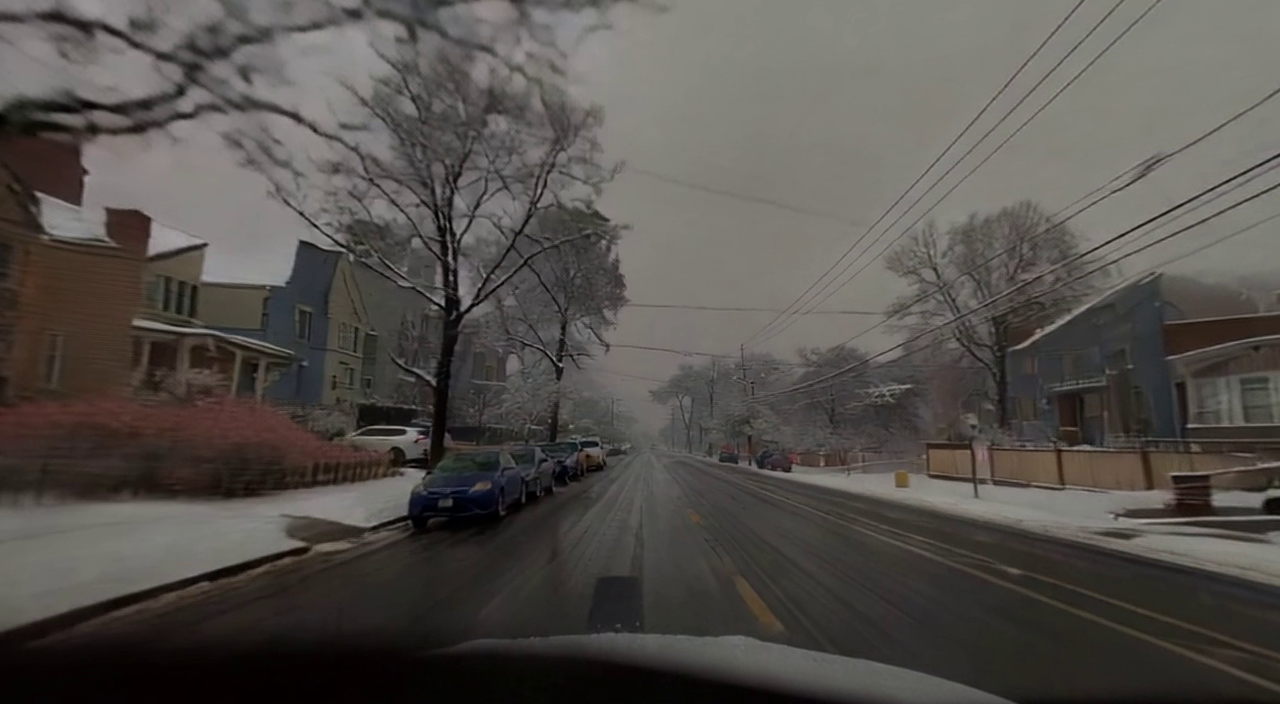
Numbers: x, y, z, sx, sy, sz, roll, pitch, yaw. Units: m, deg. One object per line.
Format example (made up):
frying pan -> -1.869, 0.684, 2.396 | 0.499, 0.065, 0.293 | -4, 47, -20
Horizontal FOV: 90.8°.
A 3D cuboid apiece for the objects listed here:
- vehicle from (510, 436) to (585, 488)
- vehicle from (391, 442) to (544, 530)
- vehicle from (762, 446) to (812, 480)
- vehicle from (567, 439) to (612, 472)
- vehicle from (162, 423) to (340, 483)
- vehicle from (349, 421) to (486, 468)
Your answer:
vehicle -> -3.414, 4.200, 24.420 | 2.127, 1.737, 4.961 | -1, -9, 0
vehicle -> -3.473, 2.787, 13.818 | 1.917, 1.516, 4.898 | -2, -9, 1
vehicle -> 9.838, 7.461, 42.722 | 2.156, 1.882, 4.790 | 7, -9, 2
vehicle -> -3.099, 6.527, 40.088 | 2.290, 1.924, 5.536 | -1, -9, 1
vehicle -> -11.983, 3.122, 19.719 | 4.156, 1.562, 2.011 | 3, -8, 0
vehicle -> -11.629, 4.914, 33.451 | 6.180, 2.011, 2.493 | 3, -8, 1
